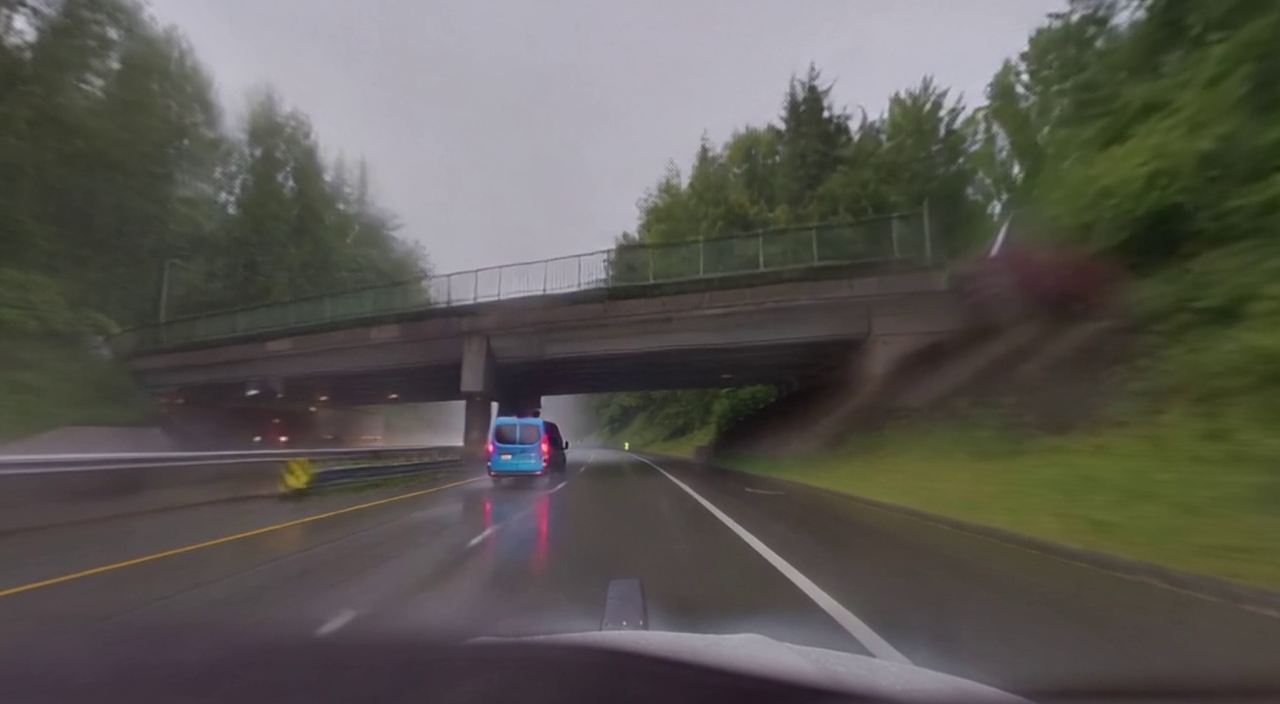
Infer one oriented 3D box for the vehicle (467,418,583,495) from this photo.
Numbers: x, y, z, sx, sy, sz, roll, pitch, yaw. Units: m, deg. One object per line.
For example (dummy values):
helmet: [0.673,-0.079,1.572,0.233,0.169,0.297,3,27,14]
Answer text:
vehicle: [-3.067,2.952,18.107,2.372,1.891,5.061,0,-8,0]
